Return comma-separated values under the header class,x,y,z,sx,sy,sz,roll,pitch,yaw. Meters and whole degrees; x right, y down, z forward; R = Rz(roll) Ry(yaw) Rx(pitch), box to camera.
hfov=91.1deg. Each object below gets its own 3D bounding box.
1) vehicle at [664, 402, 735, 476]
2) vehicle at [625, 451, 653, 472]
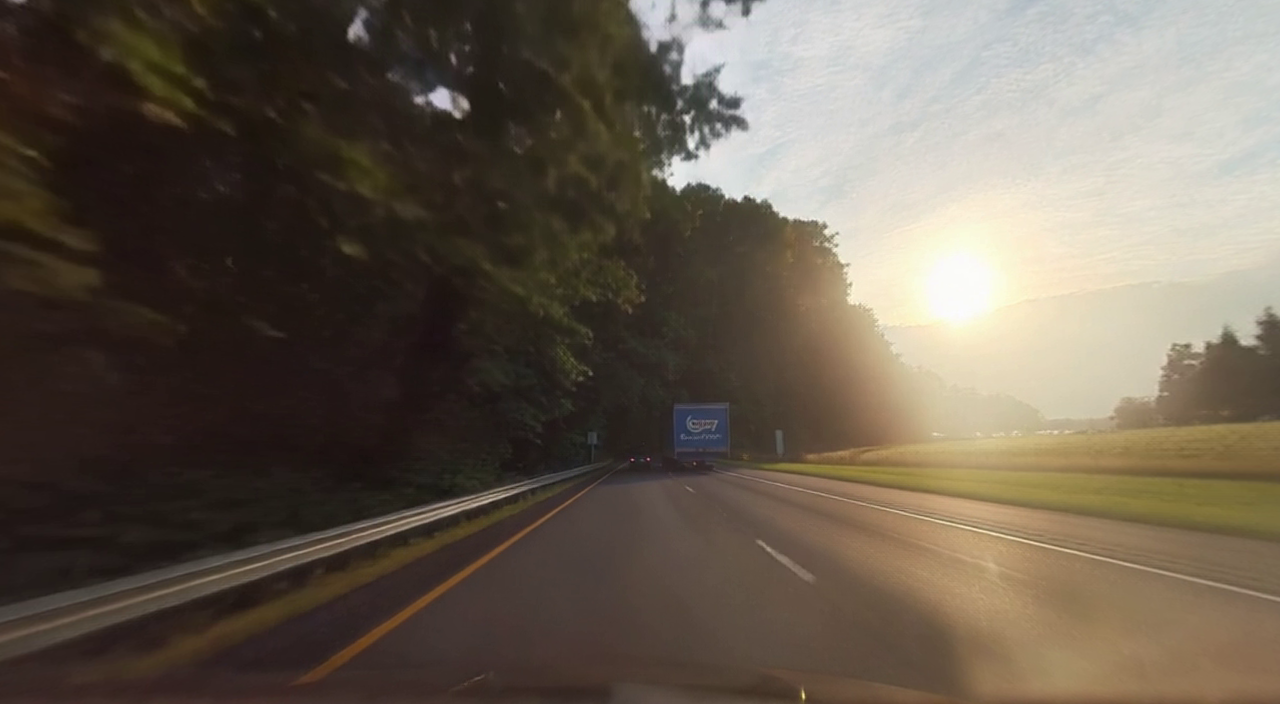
class,x,y,z,sx,sy,sz,roll,pitch,yaw
vehicle,3.515,5.713,40.716,3.440,4.090,11.380,-1,-9,0
vehicle,-0.036,8.503,48.814,2.057,1.528,3.958,-1,-9,1
